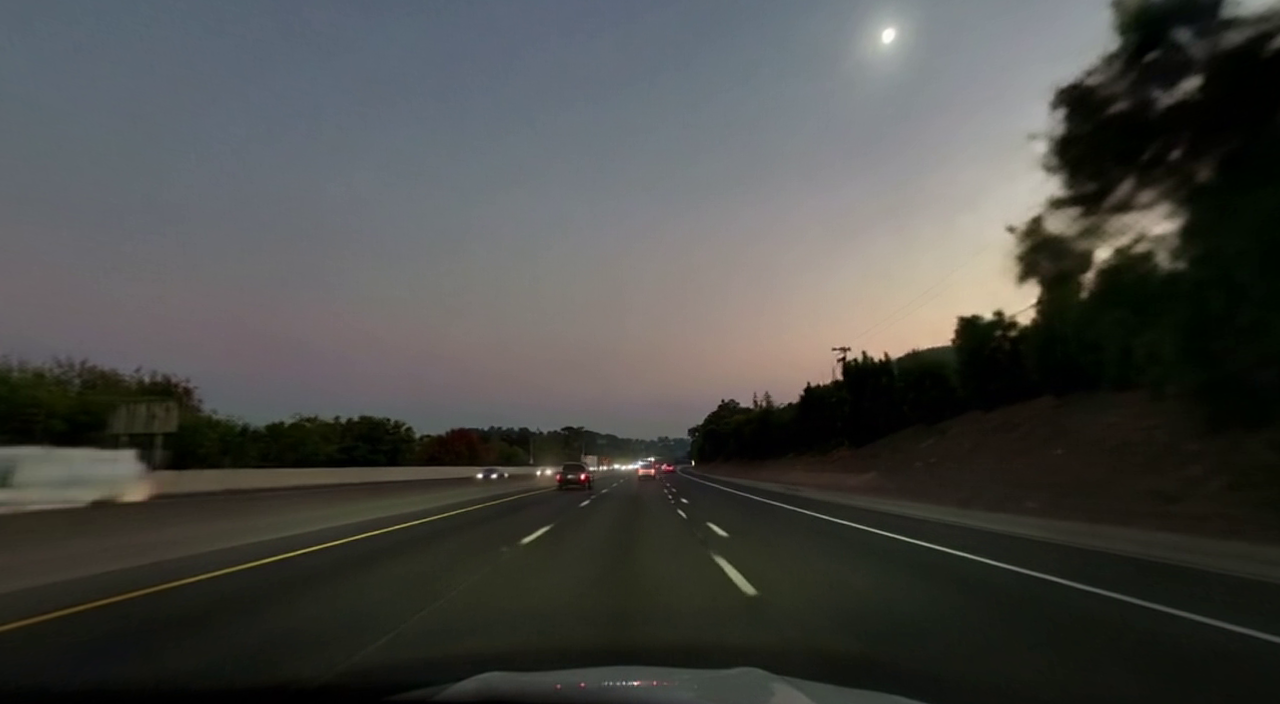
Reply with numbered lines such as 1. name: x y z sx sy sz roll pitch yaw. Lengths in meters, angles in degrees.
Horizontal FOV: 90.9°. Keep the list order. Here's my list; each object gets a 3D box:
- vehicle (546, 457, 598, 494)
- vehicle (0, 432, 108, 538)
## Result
1. vehicle: -3.622 6.746 34.524 2.233 1.791 4.981 1 -10 1
2. vehicle: -12.797 2.379 11.302 2.301 1.905 4.663 1 -10 0
